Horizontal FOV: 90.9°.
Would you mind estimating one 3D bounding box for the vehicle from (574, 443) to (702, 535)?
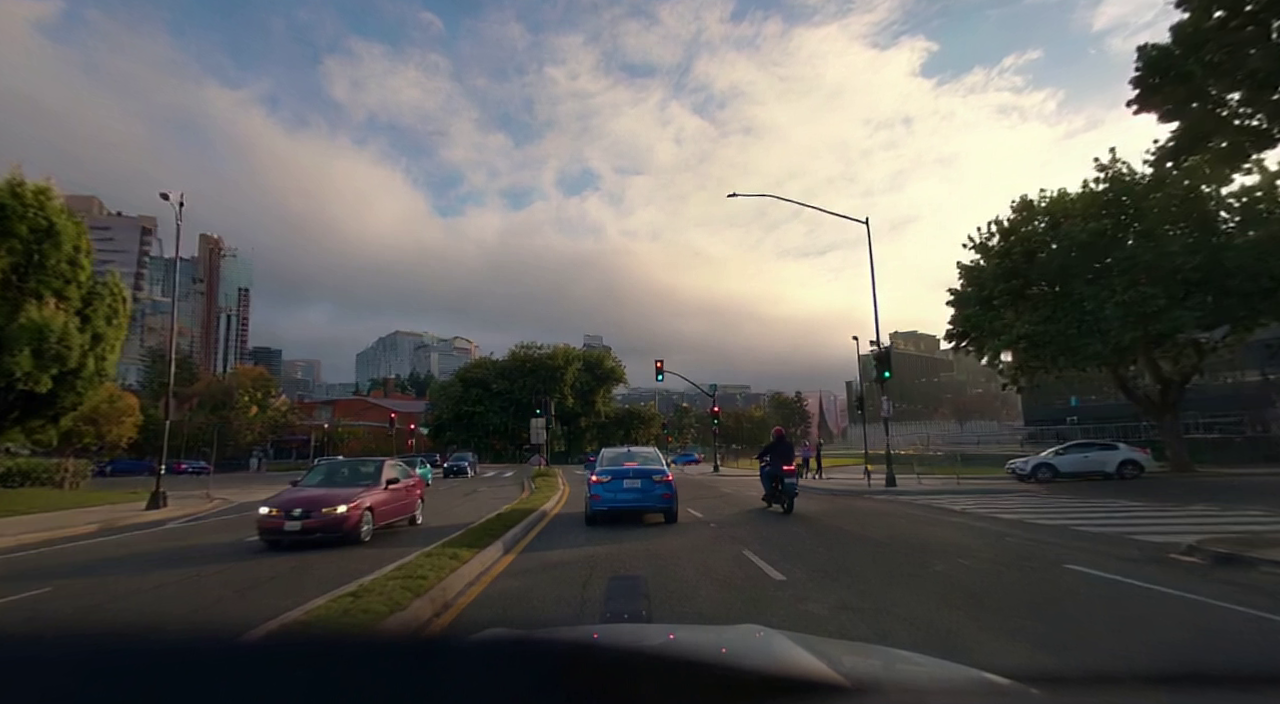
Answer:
[{"bbox_3d":[-0.150,2.567,12.460,2.118,1.480,3.949,0,-9,-4],"label":"vehicle"}]

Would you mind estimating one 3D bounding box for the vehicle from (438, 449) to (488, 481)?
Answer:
[{"bbox_3d":[-10.247,6.540,36.749,1.993,1.692,4.226,0,-9,-4],"label":"vehicle"}]

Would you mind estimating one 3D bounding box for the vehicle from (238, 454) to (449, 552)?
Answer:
[{"bbox_3d":[-5.124,2.627,11.644,2.079,1.392,4.088,0,-9,-3],"label":"vehicle"}]

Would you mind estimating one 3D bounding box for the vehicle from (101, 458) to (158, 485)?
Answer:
[{"bbox_3d":[-37.541,8.735,46.273,4.653,1.795,2.163,-7,-11,39],"label":"vehicle"}]

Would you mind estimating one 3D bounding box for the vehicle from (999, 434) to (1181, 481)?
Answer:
[{"bbox_3d":[15.794,3.748,22.533,5.007,1.479,1.866,-5,-10,30],"label":"vehicle"}]
